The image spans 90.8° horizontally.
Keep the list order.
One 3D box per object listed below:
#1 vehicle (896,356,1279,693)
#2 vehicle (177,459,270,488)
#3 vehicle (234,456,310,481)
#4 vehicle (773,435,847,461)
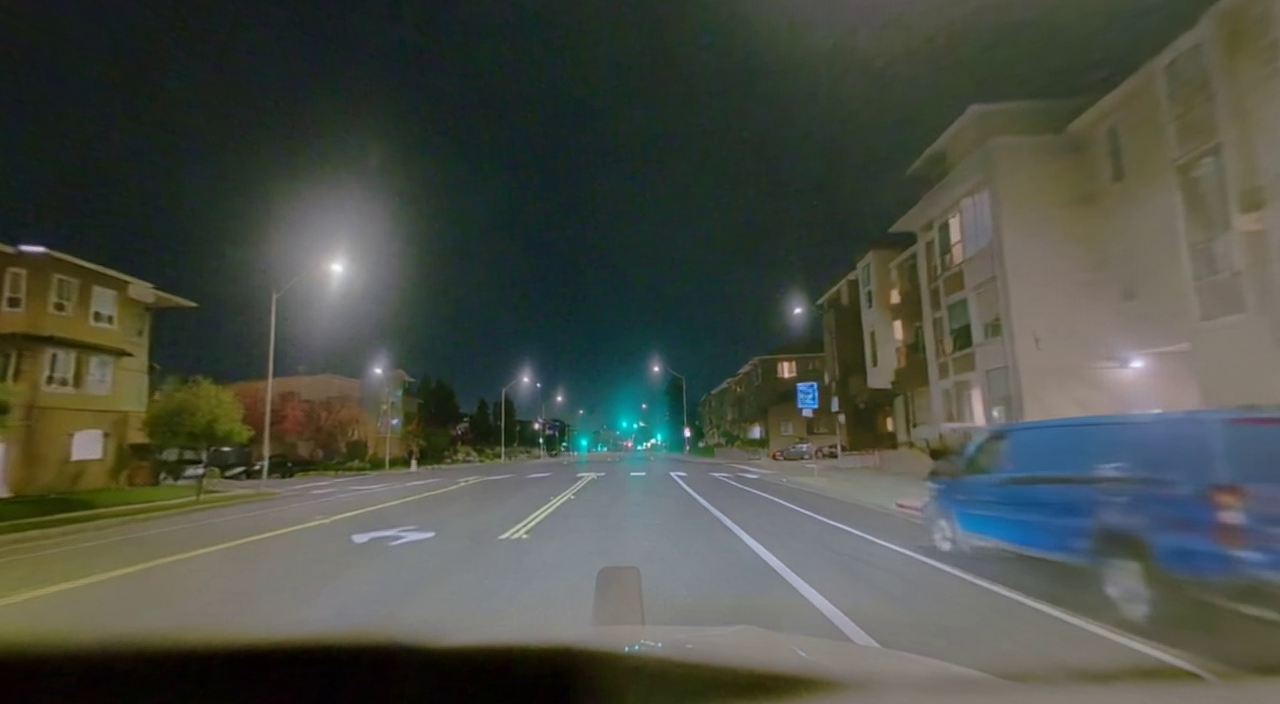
[{"bbox_3d":[4.477,1.292,5.898,2.052,1.859,4.778,0,-8,-2],"label":"vehicle"},{"bbox_3d":[-22.572,6.578,34.307,3.687,1.465,1.855,0,-8,-1],"label":"vehicle"},{"bbox_3d":[-25.874,8.159,44.479,4.185,1.550,1.937,-1,-6,3],"label":"vehicle"},{"bbox_3d":[11.567,6.569,43.216,4.406,1.738,2.020,0,-8,0],"label":"vehicle"}]
